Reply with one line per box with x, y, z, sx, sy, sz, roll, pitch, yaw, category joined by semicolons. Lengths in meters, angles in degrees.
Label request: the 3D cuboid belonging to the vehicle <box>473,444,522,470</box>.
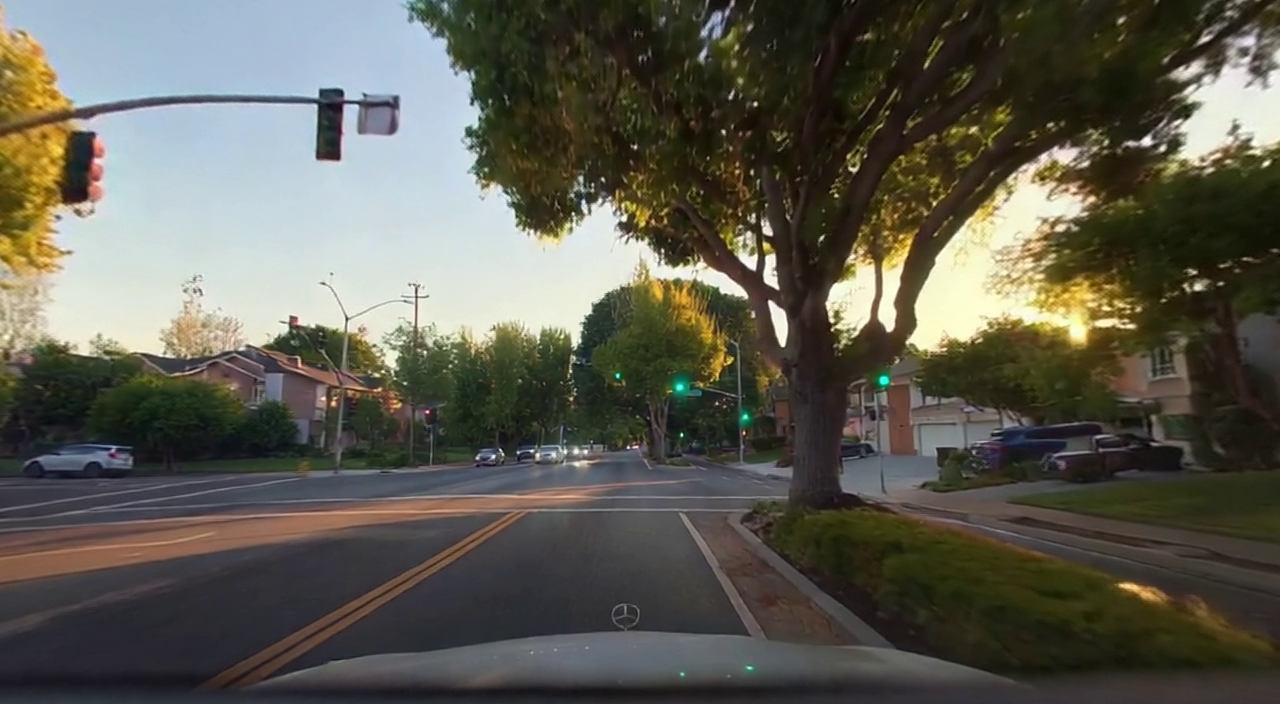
-8.781;6.487;39.338;1.985;1.475;4.383;0;-8;1;vehicle

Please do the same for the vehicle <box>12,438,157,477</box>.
-26.661;5.080;30.506;4.802;1.776;2.090;1;-8;-5;vehicle

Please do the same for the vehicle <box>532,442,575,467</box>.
-5.338;6.411;39.638;2.003;1.462;4.220;0;-8;1;vehicle
